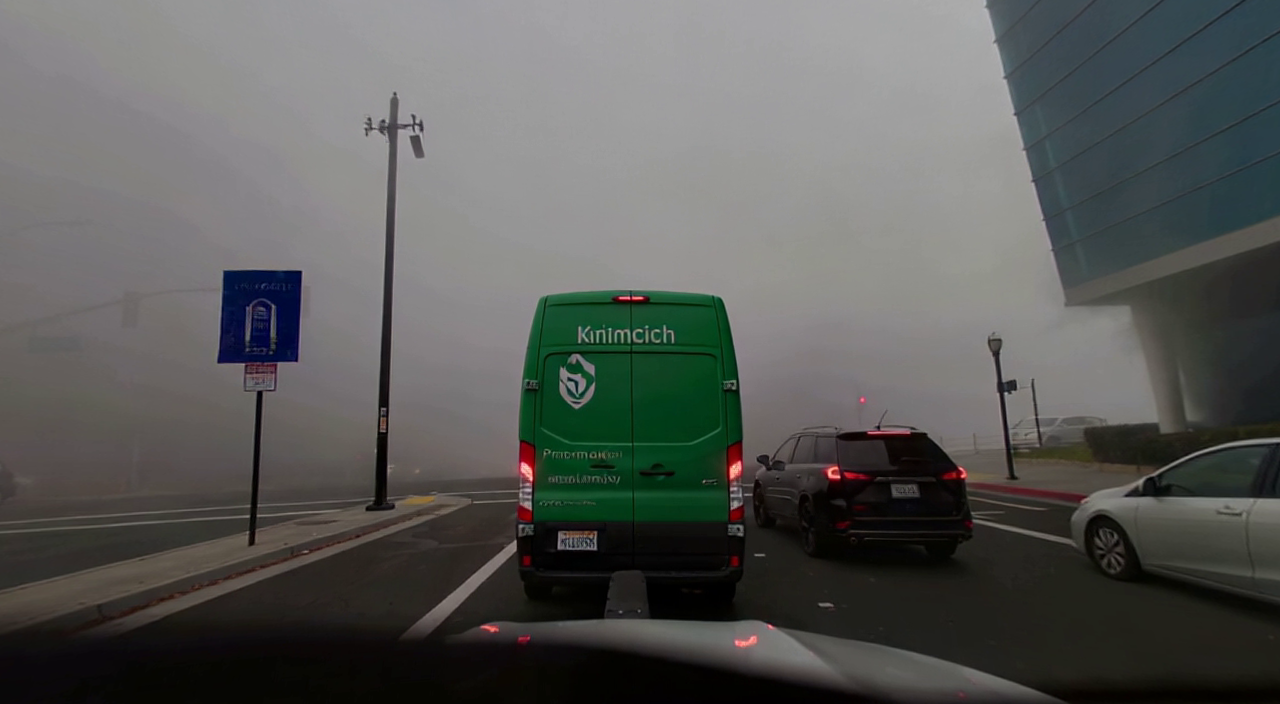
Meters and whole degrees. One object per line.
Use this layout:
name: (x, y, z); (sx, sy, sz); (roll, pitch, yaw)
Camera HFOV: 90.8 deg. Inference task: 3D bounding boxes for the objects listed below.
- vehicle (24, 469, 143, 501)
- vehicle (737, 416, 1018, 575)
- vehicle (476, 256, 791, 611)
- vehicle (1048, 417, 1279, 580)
vehicle: (-31.096, 7.437, 35.407); (4.806, 1.652, 1.869); (0, -8, -2)
vehicle: (2.880, 1.863, 9.046); (2.183, 1.676, 4.506); (0, -8, -1)
vehicle: (-0.027, 1.187, 9.087); (2.613, 3.035, 7.342); (0, -8, 1)
vehicle: (7.526, 1.577, 7.004); (1.963, 1.669, 4.678); (3, -9, -20)
